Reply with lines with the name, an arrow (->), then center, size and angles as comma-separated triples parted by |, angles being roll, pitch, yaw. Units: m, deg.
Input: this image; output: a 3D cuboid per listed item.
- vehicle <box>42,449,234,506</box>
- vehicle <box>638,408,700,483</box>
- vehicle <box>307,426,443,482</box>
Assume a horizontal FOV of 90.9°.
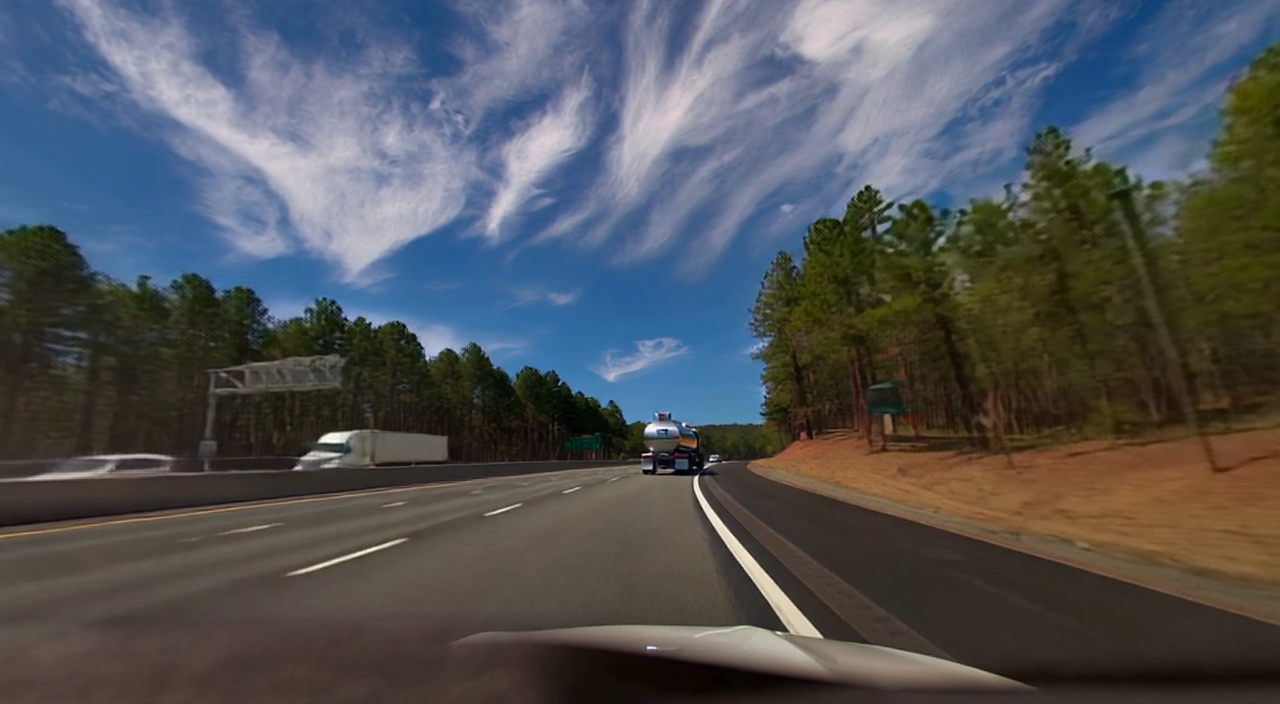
vehicle -> -14.831, 3.684, 19.031 | 1.877, 1.487, 4.396 | -1, -9, 6
vehicle -> 2.078, 5.744, 38.835 | 2.907, 3.747, 13.318 | -1, -8, 6
vehicle -> -16.549, 6.509, 40.687 | 2.850, 3.134, 10.723 | -2, -9, 8
